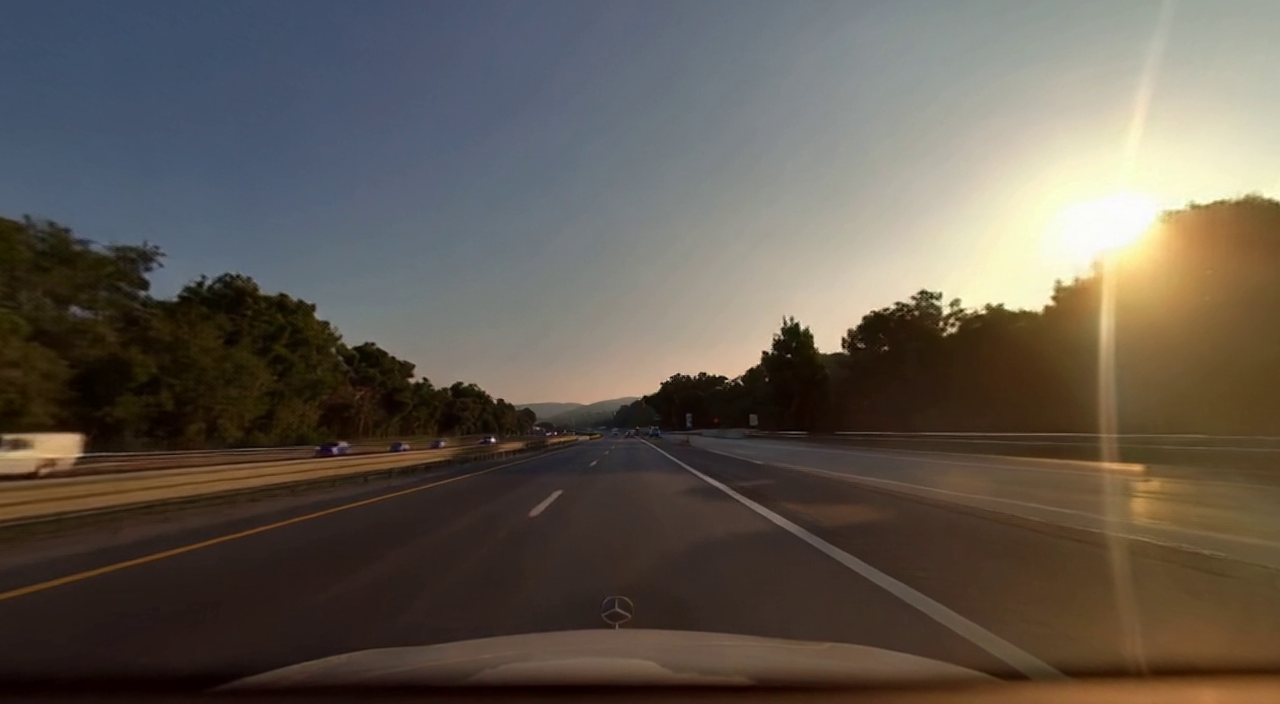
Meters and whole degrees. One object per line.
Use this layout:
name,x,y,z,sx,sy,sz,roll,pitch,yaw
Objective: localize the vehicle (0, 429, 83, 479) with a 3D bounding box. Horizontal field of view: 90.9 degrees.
vehicle,-29.877,4.745,29.537,2.218,2.231,5.714,0,-8,-1
